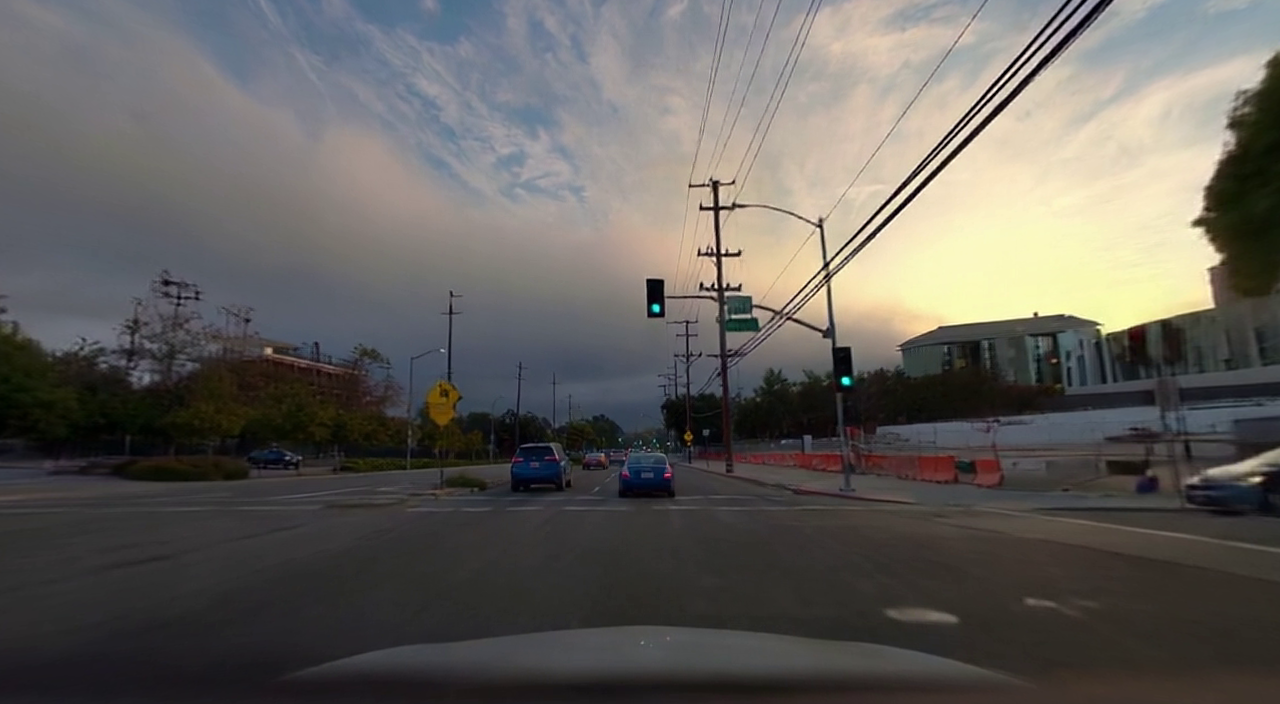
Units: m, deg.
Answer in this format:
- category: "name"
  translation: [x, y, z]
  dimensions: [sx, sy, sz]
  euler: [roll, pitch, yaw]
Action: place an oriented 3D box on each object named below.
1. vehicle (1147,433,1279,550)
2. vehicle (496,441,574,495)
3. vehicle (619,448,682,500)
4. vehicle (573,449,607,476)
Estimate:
- category: "vehicle"
  translation: [12.045, 2.241, 10.729]
  dimensions: [4.551, 1.759, 2.320]
  euler: [-3, -9, 5]
- category: "vehicle"
  translation: [-3.784, 4.257, 23.418]
  dimensions: [2.078, 1.804, 4.387]
  euler: [-1, -9, 1]
- category: "vehicle"
  translation: [0.349, 4.348, 22.767]
  dimensions: [2.059, 1.691, 3.980]
  euler: [0, -9, 0]
- category: "vehicle"
  translation: [-3.473, 7.711, 44.113]
  dimensions: [1.910, 1.713, 4.786]
  euler: [-1, -9, 1]
